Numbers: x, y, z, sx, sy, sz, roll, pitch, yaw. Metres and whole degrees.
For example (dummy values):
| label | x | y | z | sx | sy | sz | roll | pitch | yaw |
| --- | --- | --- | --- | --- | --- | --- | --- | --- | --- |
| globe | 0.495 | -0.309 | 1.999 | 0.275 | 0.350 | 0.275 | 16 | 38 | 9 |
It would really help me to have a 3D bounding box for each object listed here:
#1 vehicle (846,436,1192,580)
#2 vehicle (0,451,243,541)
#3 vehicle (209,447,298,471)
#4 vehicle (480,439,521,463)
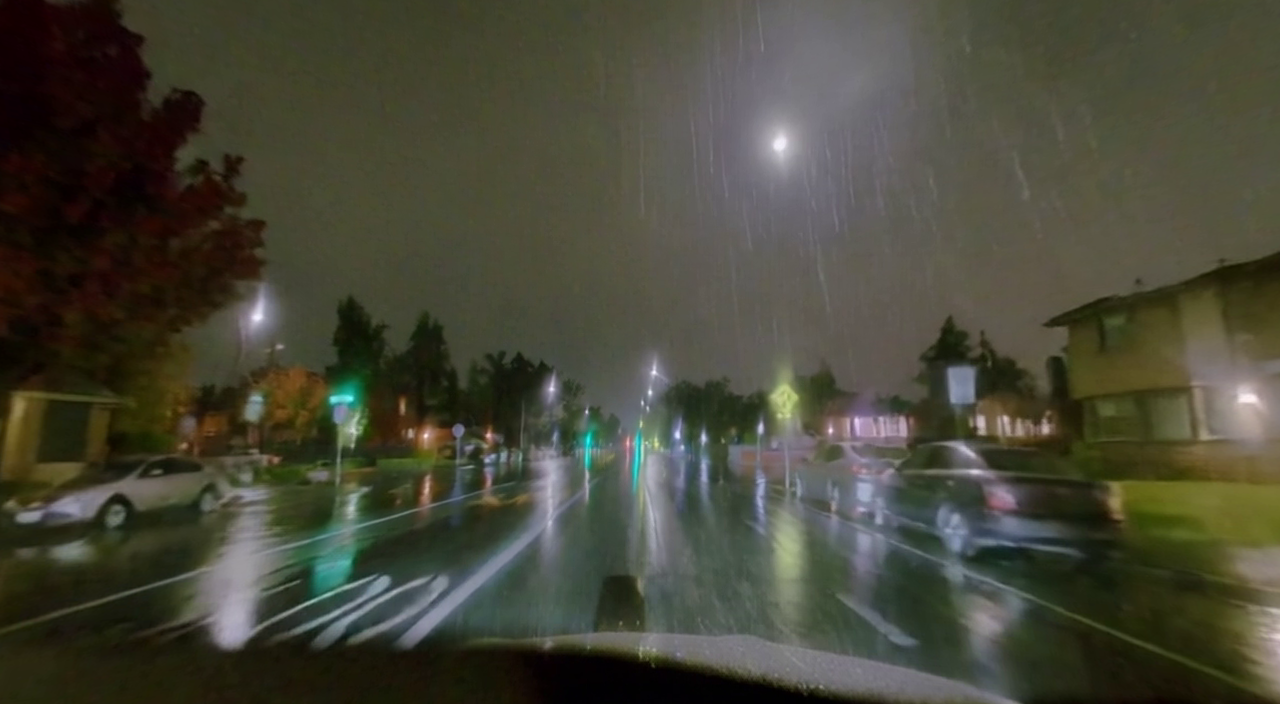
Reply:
| label | x | y | z | sx | sy | sz | roll | pitch | yaw |
| --- | --- | --- | --- | --- | --- | --- | --- | --- | --- |
| vehicle | 4.695 | 1.955 | 8.889 | 2.196 | 1.472 | 4.426 | 0 | -8 | 1 |
| vehicle | -10.845 | 2.857 | 13.258 | 1.949 | 1.457 | 4.581 | 0 | -8 | 1 |
| vehicle | -24.466 | 6.770 | 40.120 | 4.197 | 1.431 | 2.165 | 0 | -8 | 0 |
| vehicle | -10.916 | 7.776 | 49.748 | 2.037 | 1.755 | 4.434 | 0 | -8 | 2 |
